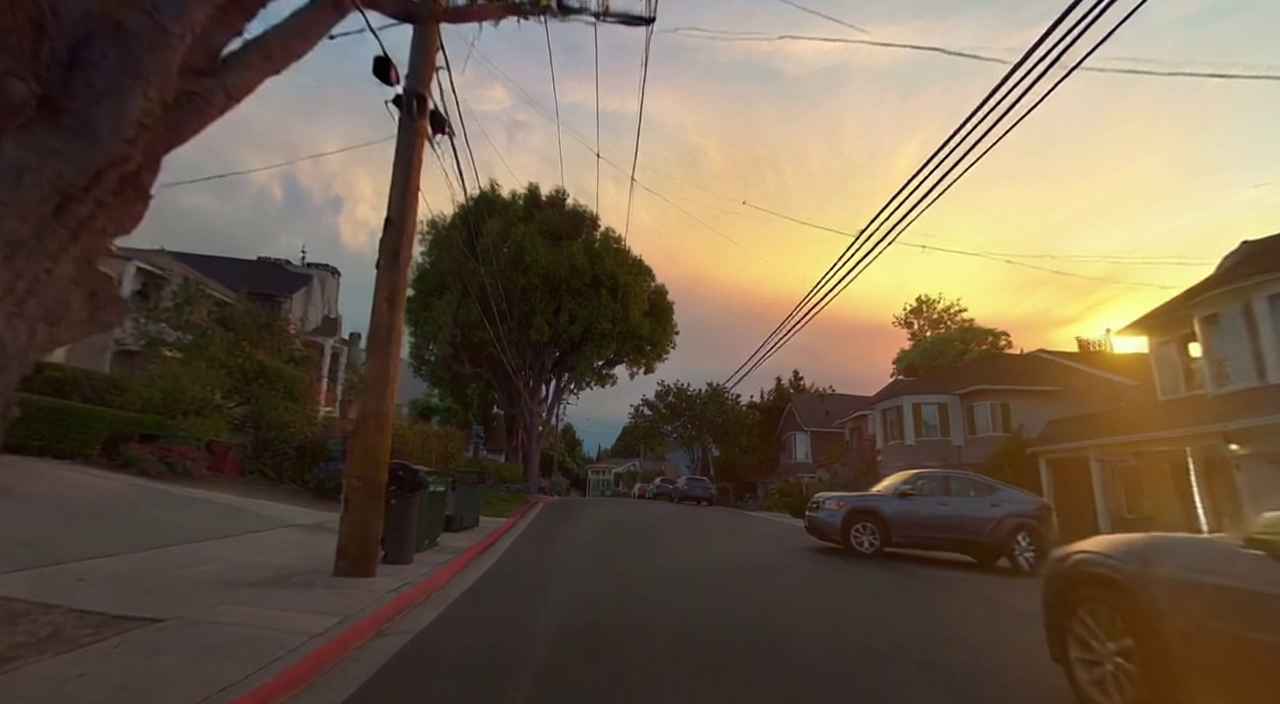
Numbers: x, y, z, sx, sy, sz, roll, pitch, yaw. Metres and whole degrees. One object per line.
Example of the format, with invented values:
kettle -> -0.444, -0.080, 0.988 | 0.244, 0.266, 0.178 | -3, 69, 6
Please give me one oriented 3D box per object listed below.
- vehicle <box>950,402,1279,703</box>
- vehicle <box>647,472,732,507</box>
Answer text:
vehicle -> 3.256, 0.892, 1.710 | 2.133, 1.566, 4.737 | 0, -9, -5
vehicle -> 2.721, 7.663, 35.263 | 4.413, 1.728, 1.869 | 1, -9, -9
